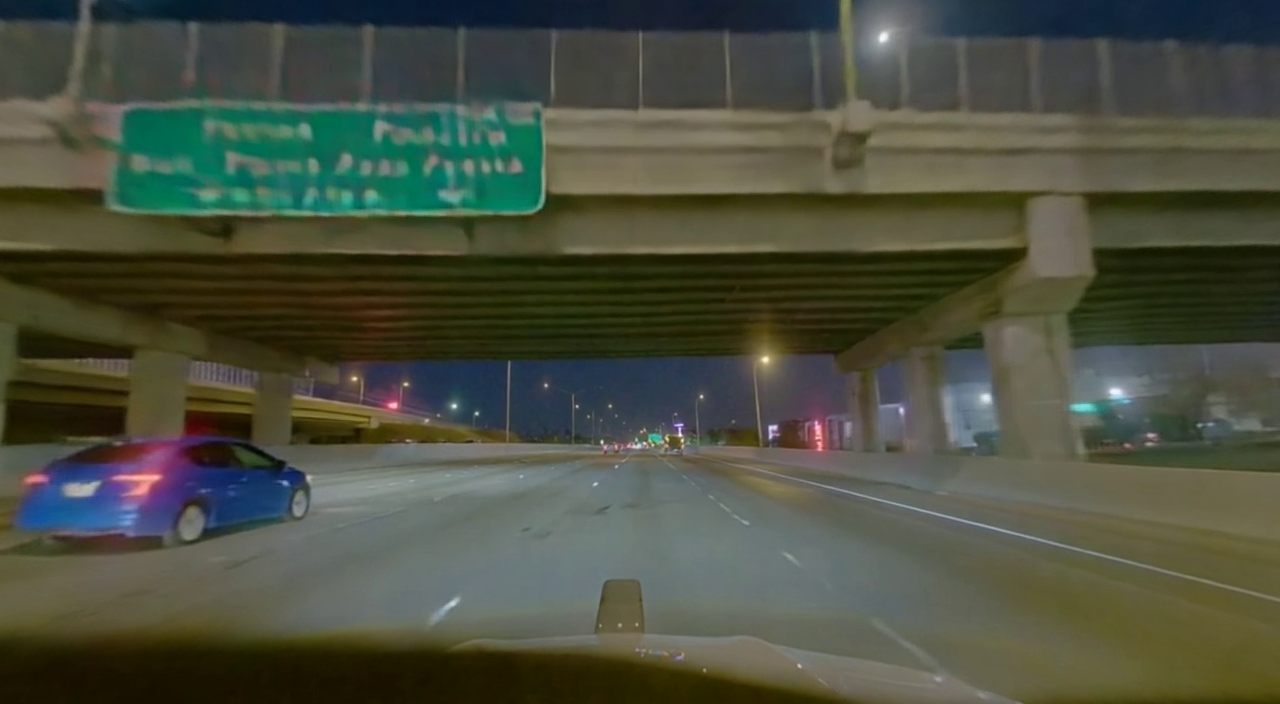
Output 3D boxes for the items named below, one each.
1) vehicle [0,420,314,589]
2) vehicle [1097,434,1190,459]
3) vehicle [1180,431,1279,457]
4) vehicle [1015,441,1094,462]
[{"bbox_3d":[-6.272,1.701,7.973,1.990,1.529,4.288,0,-8,0],"label":"vehicle"},{"bbox_3d":[35.808,6.718,44.992,4.903,1.676,1.948,0,-8,0],"label":"vehicle"},{"bbox_3d":[42.274,6.568,44.989,5.676,1.786,2.073,0,-8,0],"label":"vehicle"},{"bbox_3d":[29.342,7.047,44.763,4.323,1.411,1.781,0,-8,-1],"label":"vehicle"}]
